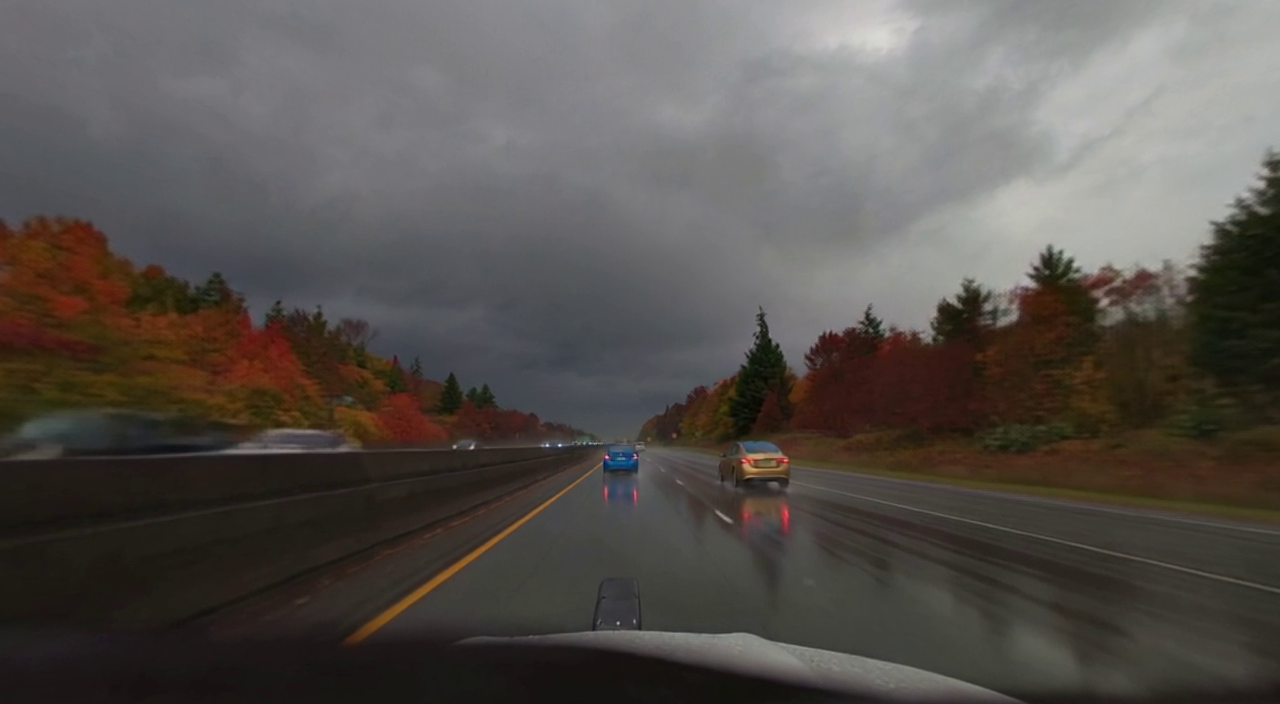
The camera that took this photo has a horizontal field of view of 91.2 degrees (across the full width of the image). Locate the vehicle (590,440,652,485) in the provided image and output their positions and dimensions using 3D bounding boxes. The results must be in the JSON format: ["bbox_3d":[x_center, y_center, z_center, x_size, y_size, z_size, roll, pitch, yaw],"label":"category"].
[{"bbox_3d":[-0.688,4.168,23.867,2.128,1.516,4.410,-1,-9,-1],"label":"vehicle"}]

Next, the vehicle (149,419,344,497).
[{"bbox_3d":[-9.641,2.652,15.953,2.044,1.661,4.534,-1,-9,-1],"label":"vehicle"}]

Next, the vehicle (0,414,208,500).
[{"bbox_3d":[-13.220,2.518,15.171,2.213,1.731,4.671,-1,-9,-1],"label":"vehicle"}]

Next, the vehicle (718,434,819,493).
[{"bbox_3d":[3.836,3.441,19.583,2.300,1.595,4.144,-1,-9,0],"label":"vehicle"}]
